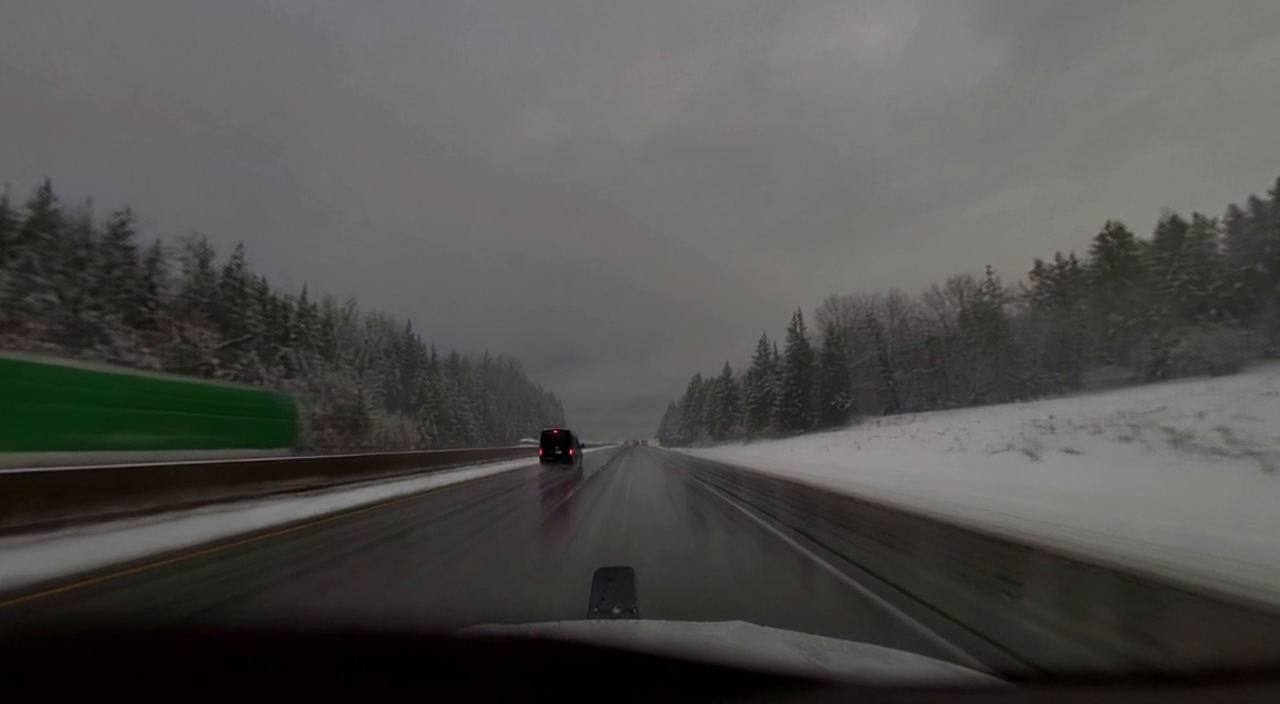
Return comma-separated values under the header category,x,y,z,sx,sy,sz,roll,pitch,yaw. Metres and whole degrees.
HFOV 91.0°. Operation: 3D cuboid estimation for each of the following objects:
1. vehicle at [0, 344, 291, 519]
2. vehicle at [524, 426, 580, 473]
category,x,y,z,sx,sy,sz,roll,pitch,yaw
vehicle,-16.774,2.475,18.947,3.310,4.067,16.585,0,-8,-1
vehicle,-4.103,4.622,30.139,1.976,2.029,4.737,-1,-8,0
